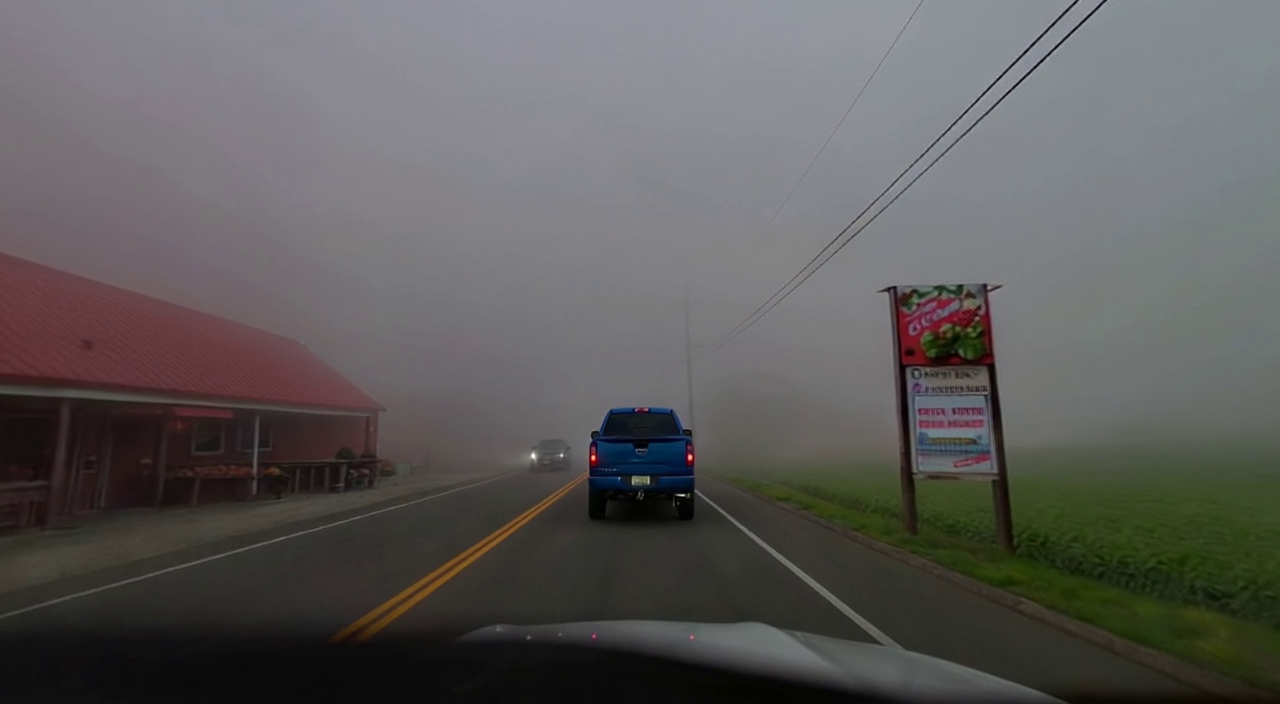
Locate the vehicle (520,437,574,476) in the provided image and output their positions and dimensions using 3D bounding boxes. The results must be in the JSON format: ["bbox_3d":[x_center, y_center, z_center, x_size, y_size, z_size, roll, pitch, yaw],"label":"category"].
[{"bbox_3d":[-4.604,5.245,31.918,2.081,1.681,4.325,-3,-8,-1],"label":"vehicle"}]

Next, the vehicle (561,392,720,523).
[{"bbox_3d":[-0.071,2.226,13.794,2.693,2.223,5.885,0,-8,-2],"label":"vehicle"}]
